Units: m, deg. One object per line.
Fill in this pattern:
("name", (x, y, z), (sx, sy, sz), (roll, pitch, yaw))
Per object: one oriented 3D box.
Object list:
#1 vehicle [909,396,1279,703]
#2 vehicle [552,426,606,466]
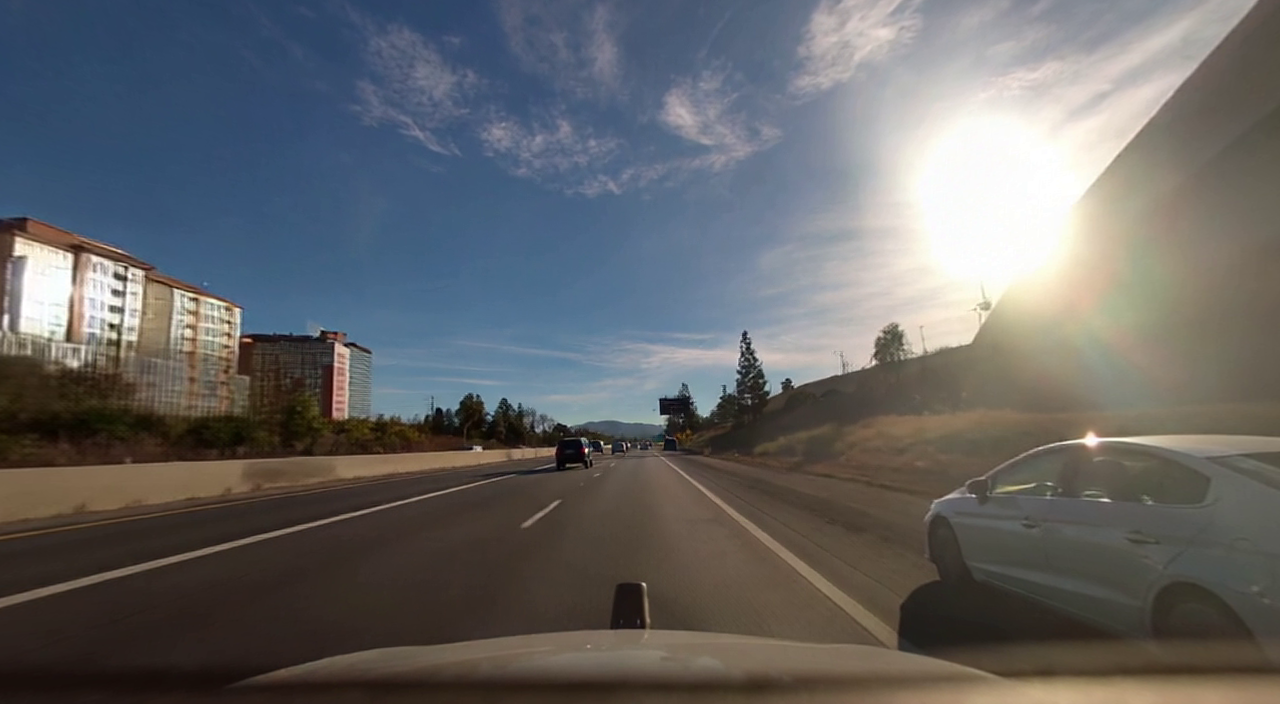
("vehicle", (3.677, 1.134, 3.735), (2.047, 1.532, 4.884), (0, -9, 1))
("vehicle", (-3.583, 5.761, 38.481), (2.496, 2.203, 6.317), (0, -9, 1))
